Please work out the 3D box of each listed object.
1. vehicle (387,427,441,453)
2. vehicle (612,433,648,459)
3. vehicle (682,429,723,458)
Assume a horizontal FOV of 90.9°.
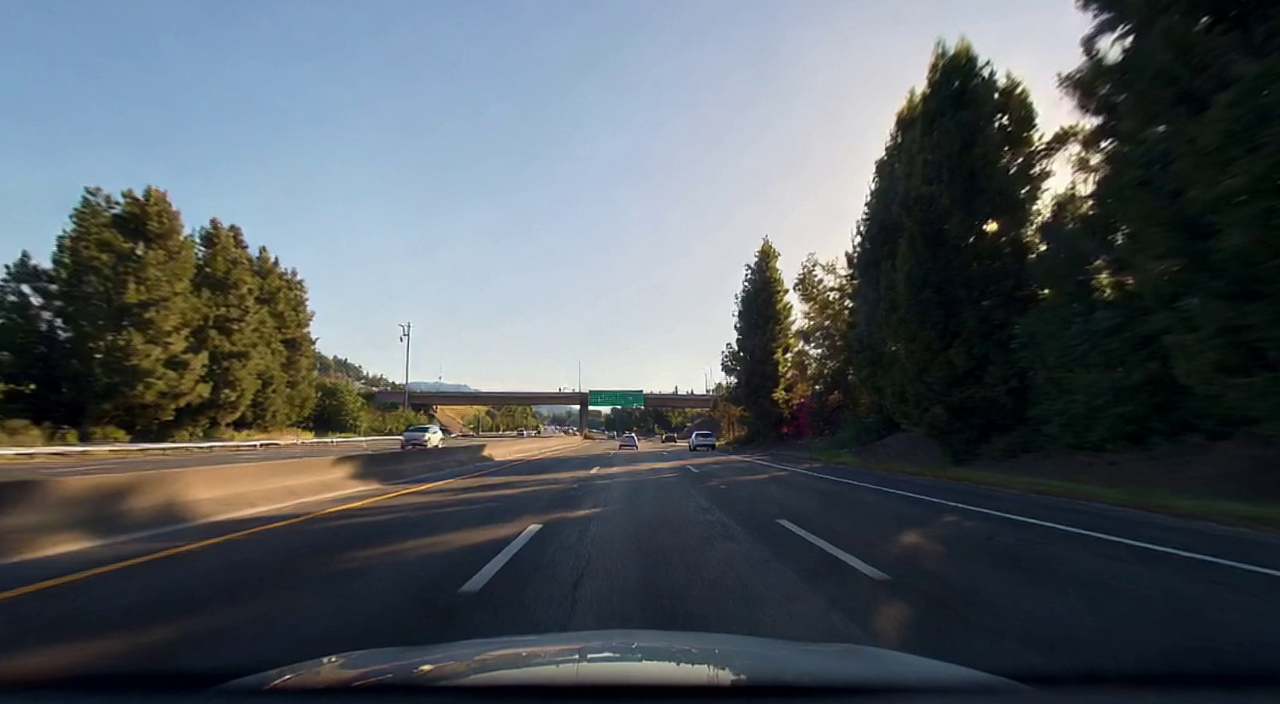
[{"bbox_3d":[-14.161,5.536,39.723,2.152,1.601,3.543,0,-8,-2],"label":"vehicle"},{"bbox_3d":[-0.618,5.443,36.736,1.987,1.440,3.565,0,-8,-2],"label":"vehicle"},{"bbox_3d":[3.671,5.441,37.656,1.892,1.600,3.782,0,-8,-2],"label":"vehicle"}]
